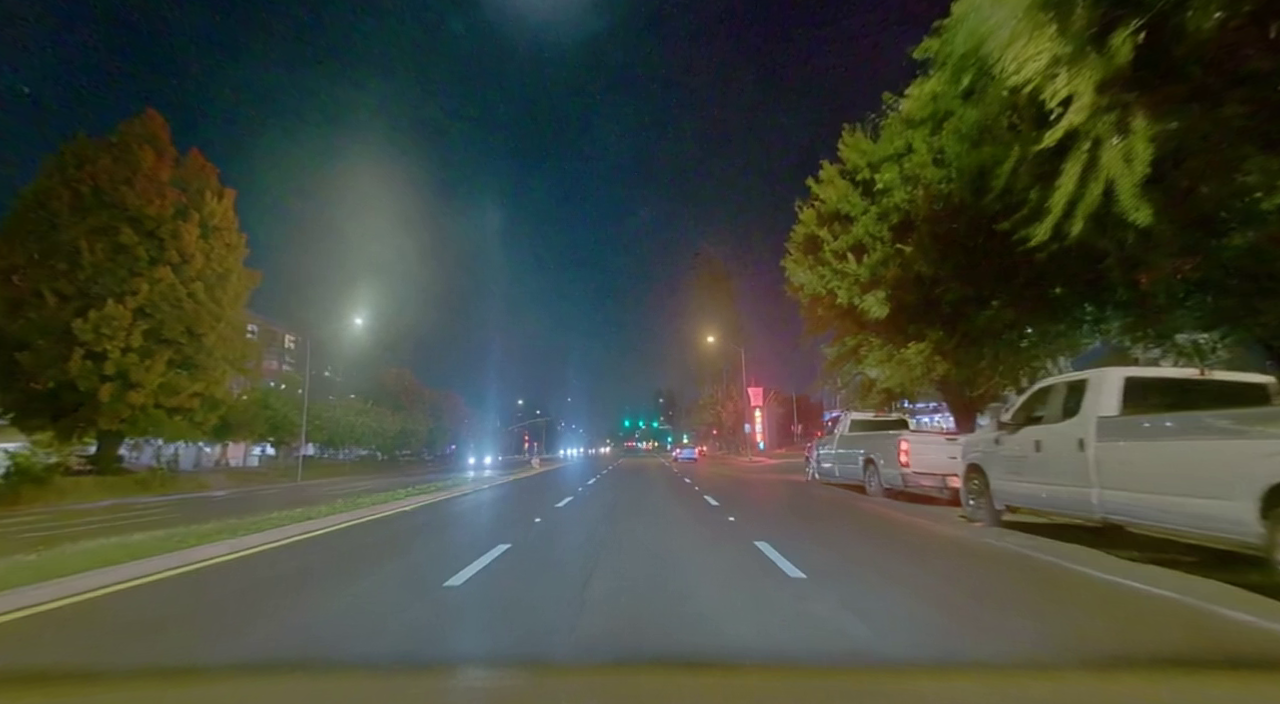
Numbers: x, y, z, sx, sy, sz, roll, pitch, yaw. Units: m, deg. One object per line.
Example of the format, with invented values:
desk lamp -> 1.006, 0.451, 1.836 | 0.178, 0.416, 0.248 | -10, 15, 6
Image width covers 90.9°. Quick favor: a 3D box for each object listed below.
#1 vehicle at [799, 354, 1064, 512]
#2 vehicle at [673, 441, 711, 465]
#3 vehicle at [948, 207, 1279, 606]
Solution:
vehicle -> 6.882, 2.226, 16.881 | 3.013, 3.152, 8.476 | 0, -8, 0
vehicle -> 3.250, 6.415, 40.220 | 2.057, 1.470, 4.454 | 0, -8, 0
vehicle -> 6.777, 0.608, 6.352 | 2.974, 3.265, 8.394 | 0, -8, 0
